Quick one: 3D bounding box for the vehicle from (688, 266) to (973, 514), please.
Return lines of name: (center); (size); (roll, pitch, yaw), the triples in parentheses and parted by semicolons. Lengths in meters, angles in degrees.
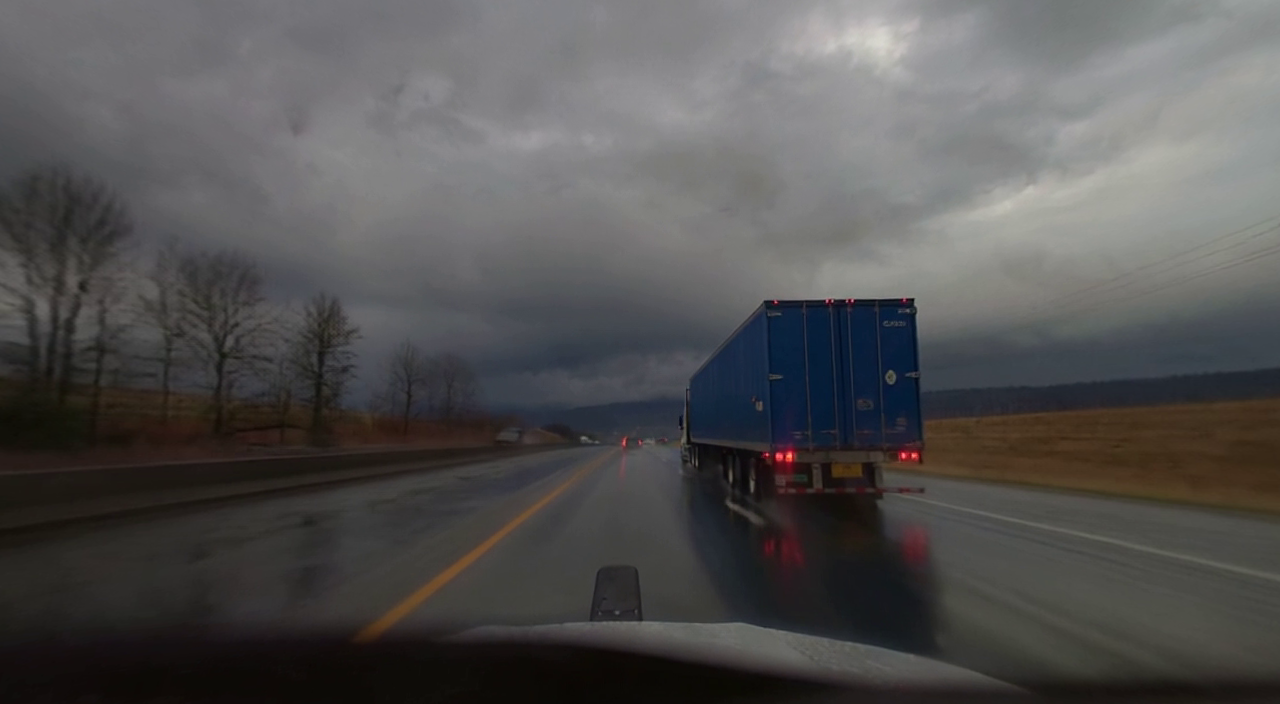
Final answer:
vehicle: (3.875, 1.748, 19.310); (3.203, 4.273, 17.131); (0, -8, -1)
